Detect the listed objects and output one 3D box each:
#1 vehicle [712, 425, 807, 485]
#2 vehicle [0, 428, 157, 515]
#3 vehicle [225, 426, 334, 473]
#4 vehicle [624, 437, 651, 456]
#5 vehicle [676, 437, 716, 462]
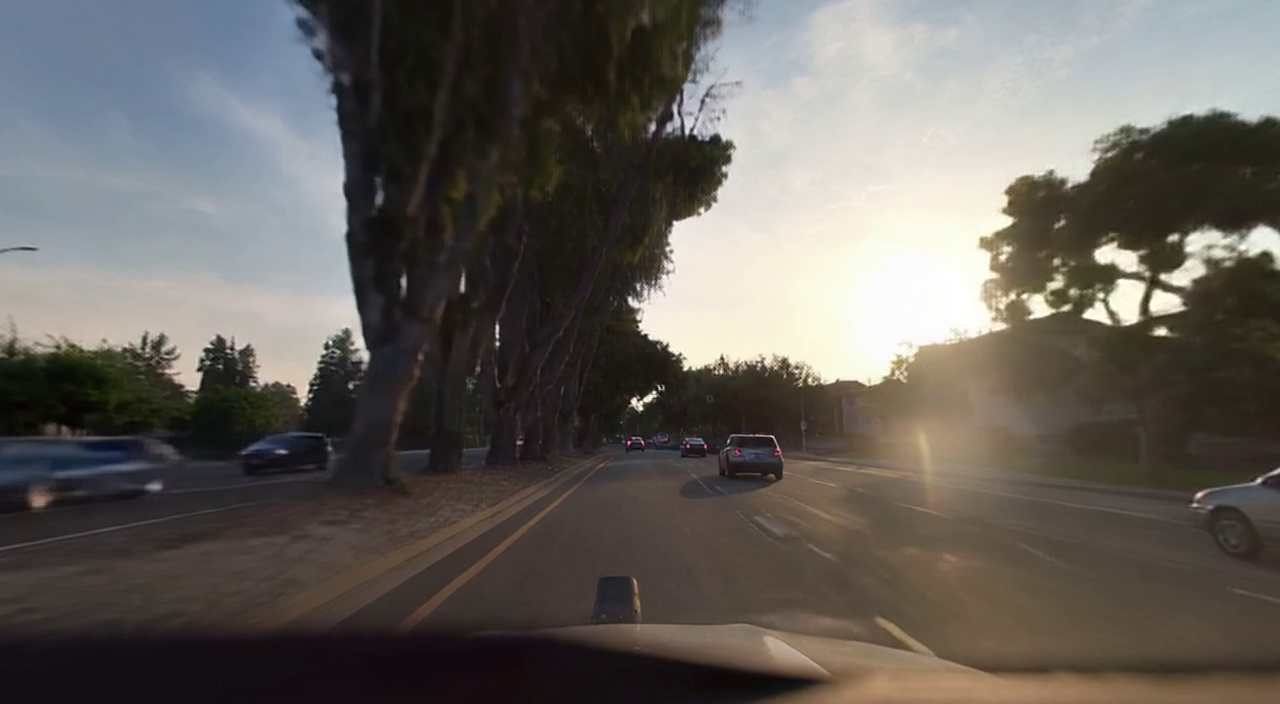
[{"bbox_3d":[3.939,3.511,21.762,2.209,1.813,4.724,0,-8,-2],"label":"vehicle"},{"bbox_3d":[-12.034,2.249,12.183,1.938,1.487,4.442,0,-8,0],"label":"vehicle"},{"bbox_3d":[-16.135,4.404,28.672,2.026,1.911,4.933,0,-8,0],"label":"vehicle"},{"bbox_3d":[-0.225,7.463,49.881,1.988,1.418,4.214,0,-8,-1],"label":"vehicle"},{"bbox_3d":[3.476,6.159,39.960,2.064,1.474,4.389,0,-8,-1],"label":"vehicle"}]
